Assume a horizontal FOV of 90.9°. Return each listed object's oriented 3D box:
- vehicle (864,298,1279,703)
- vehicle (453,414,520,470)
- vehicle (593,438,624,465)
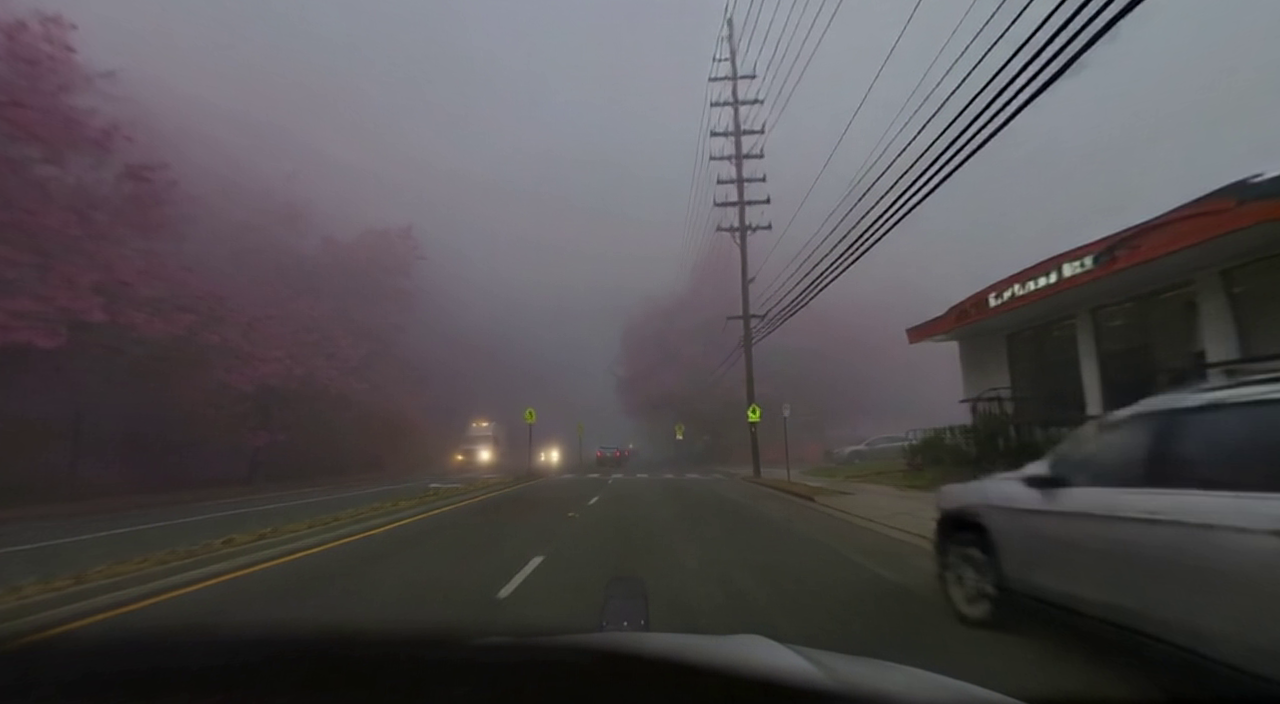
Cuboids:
[{"bbox_3d":[3.516,0.940,3.567,2.280,1.904,5.779,0,-9,-1],"label":"vehicle"},{"bbox_3d":[-10.750,6.447,45.001,2.836,3.663,7.511,0,-9,1],"label":"vehicle"},{"bbox_3d":[-2.355,7.685,48.810,2.202,1.961,4.980,0,-9,0],"label":"vehicle"}]
